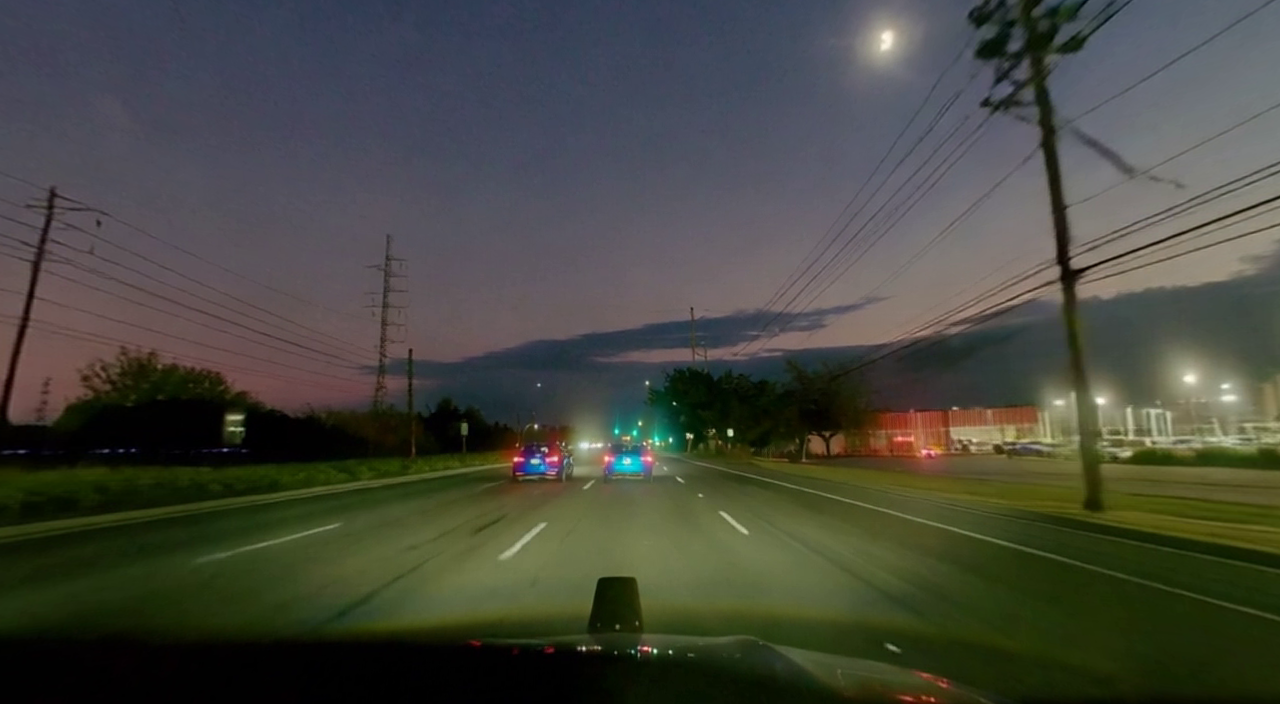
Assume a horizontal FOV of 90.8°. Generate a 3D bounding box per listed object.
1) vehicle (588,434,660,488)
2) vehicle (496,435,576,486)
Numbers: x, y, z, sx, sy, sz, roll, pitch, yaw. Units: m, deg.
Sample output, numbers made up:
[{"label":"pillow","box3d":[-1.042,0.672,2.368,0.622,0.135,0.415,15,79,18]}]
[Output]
[{"label":"vehicle","box3d":[-0.497,3.670,21.574,2.189,1.652,4.135,0,-9,0]},{"label":"vehicle","box3d":[-3.591,3.866,22.757,1.985,1.607,4.892,0,-9,1]}]
